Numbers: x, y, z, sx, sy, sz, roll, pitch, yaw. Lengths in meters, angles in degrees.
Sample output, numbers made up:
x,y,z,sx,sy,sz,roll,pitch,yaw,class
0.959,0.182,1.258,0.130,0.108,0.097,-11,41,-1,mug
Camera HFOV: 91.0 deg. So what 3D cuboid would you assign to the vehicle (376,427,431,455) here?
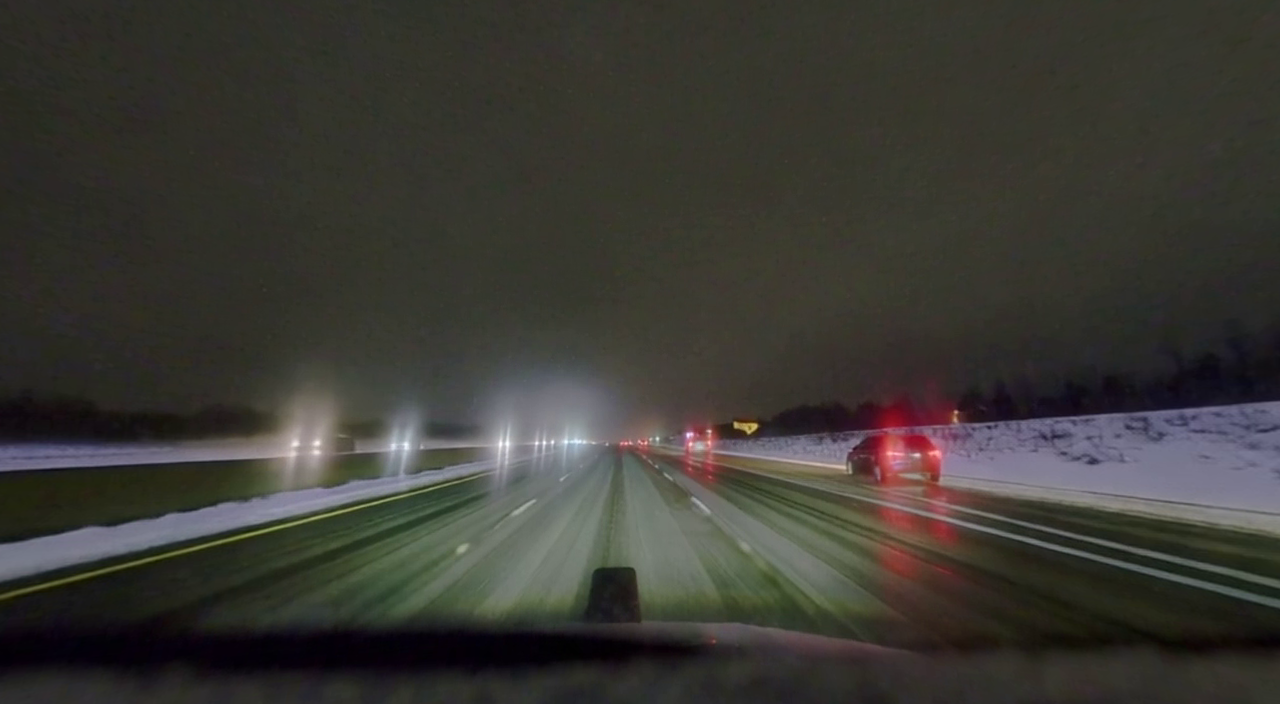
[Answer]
x,y,z,sx,sy,sz,roll,pitch,yaw,class
-17.379,6.569,46.450,2.329,1.916,4.747,0,-8,-2,vehicle
